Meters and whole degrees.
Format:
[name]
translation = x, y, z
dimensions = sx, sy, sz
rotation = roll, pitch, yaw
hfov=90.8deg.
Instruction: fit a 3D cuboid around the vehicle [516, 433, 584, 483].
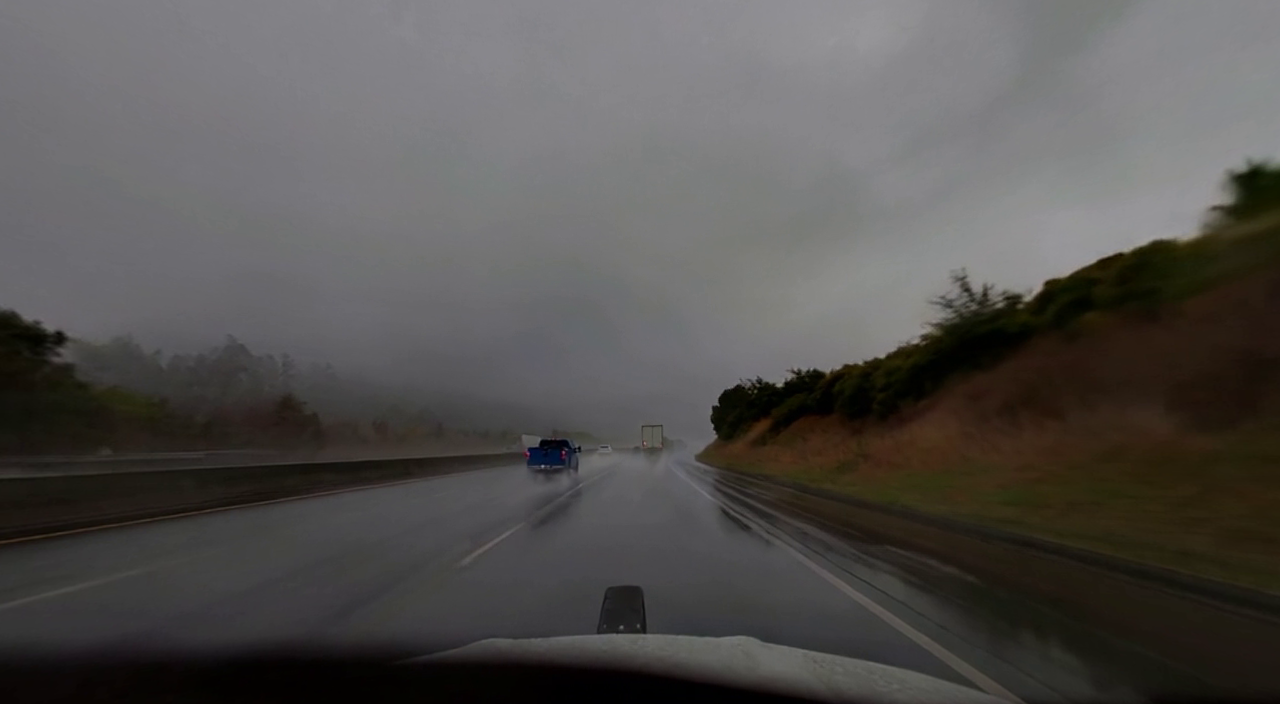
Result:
[vehicle]
translation = -3.836, 4.677, 28.049
dimensions = 2.216, 1.949, 5.237
rotation = 0, -9, 0
